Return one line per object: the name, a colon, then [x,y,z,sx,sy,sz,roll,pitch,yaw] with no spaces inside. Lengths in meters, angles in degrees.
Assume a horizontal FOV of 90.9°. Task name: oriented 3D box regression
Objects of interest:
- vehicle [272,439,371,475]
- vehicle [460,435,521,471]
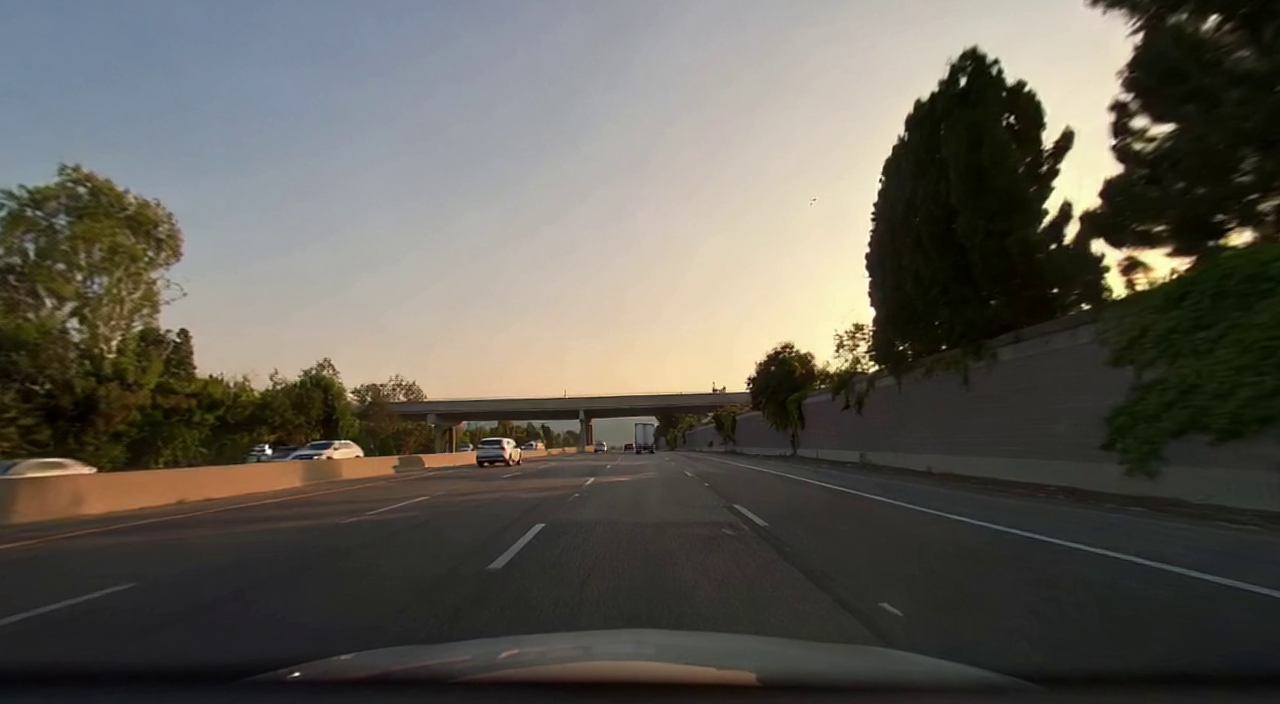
vehicle: [-16.798,5.529,33.672,2.203,1.745,5.687,0,-8,1]
vehicle: [-7.364,5.027,31.590,1.981,1.685,4.171,0,-8,1]
